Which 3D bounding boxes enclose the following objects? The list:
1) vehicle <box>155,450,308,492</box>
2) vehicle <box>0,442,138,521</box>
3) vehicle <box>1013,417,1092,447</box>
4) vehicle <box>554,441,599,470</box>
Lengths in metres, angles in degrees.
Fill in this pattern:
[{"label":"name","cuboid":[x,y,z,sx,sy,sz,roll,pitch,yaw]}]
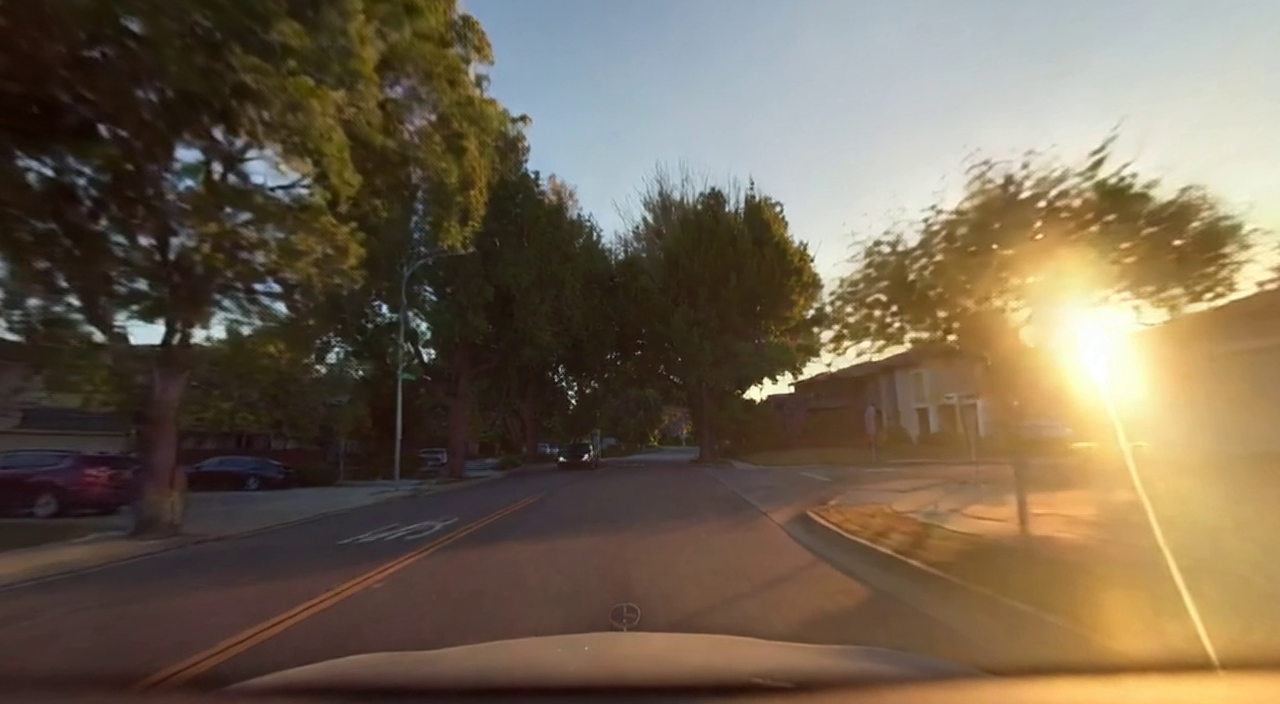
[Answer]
[{"label":"vehicle","cuboid":[-15.124,4.392,23.554,4.370,1.482,1.926,0,-9,2]},{"label":"vehicle","cuboid":[-14.704,2.945,14.677,4.237,1.687,1.970,1,-9,-4]},{"label":"vehicle","cuboid":[23.522,4.647,36.238,1.875,1.609,4.322,-1,-9,4]},{"label":"vehicle","cuboid":[-3.754,6.189,37.914,2.025,1.660,4.151,-1,-9,4]}]
